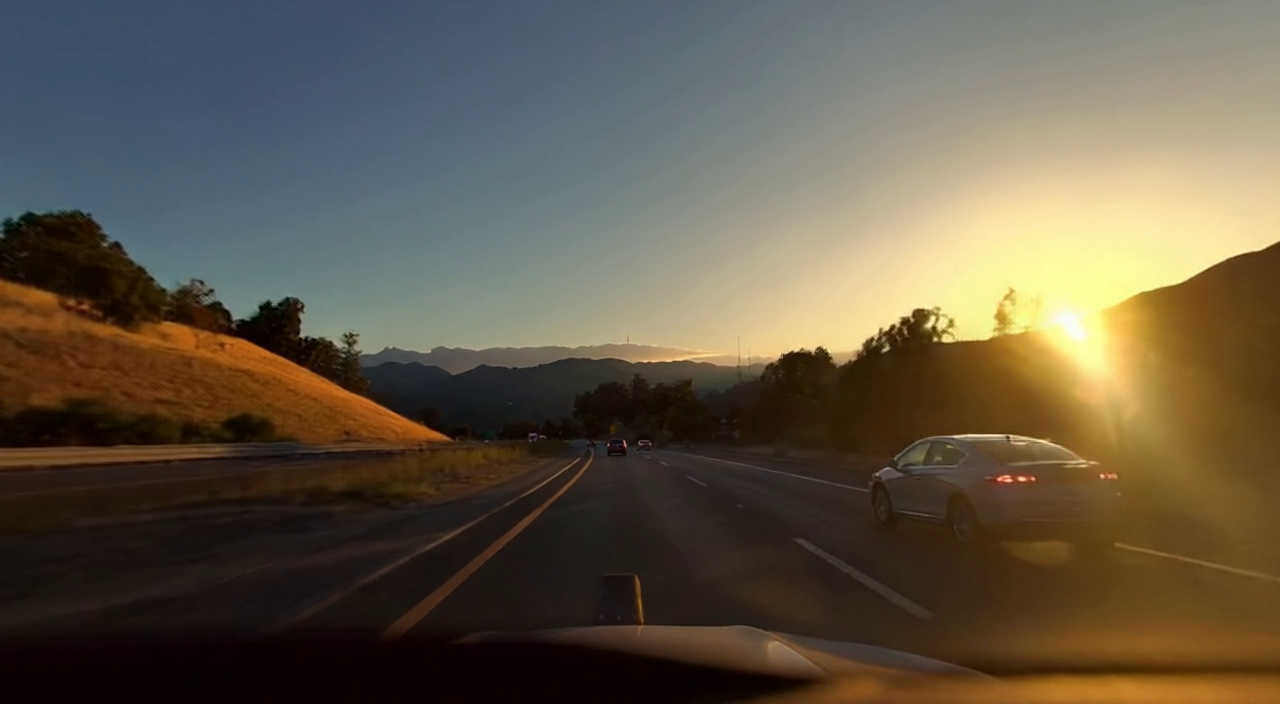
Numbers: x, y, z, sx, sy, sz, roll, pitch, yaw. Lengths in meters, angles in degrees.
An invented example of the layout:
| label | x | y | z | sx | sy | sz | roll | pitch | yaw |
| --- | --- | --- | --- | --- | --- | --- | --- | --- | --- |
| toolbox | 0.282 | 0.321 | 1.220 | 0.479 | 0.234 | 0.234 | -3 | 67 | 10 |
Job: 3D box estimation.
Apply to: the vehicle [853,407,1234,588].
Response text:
| label | x | y | z | sx | sy | sz | roll | pitch | yaw |
| --- | --- | --- | --- | --- | --- | --- | --- | --- | --- |
| vehicle | 4.055 | 1.481 | 7.202 | 1.852 | 1.513 | 3.652 | 0 | -8 | -1 |

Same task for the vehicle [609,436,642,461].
| label | x | y | z | sx | sy | sz | roll | pitch | yaw |
| --- | --- | --- | --- | --- | --- | --- | --- | --- | --- |
| vehicle | -0.963 | 6.141 | 40.203 | 1.998 | 1.512 | 3.735 | 0 | -8 | -3 |
